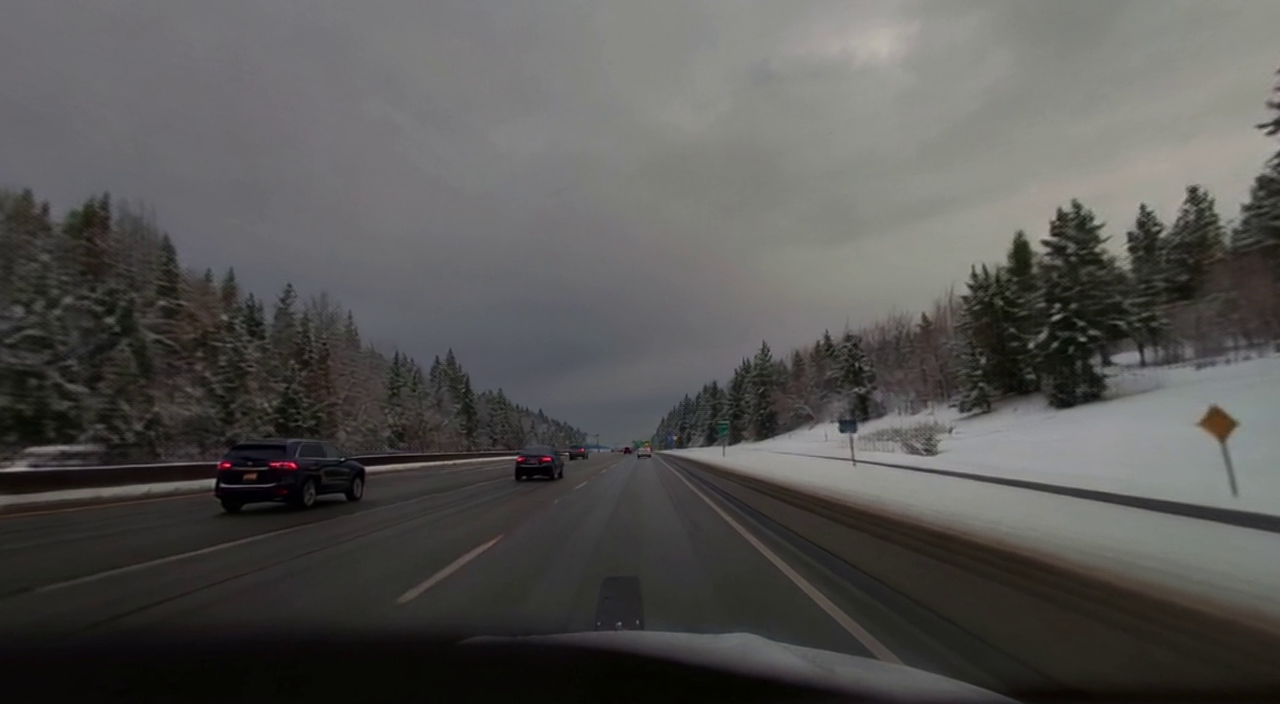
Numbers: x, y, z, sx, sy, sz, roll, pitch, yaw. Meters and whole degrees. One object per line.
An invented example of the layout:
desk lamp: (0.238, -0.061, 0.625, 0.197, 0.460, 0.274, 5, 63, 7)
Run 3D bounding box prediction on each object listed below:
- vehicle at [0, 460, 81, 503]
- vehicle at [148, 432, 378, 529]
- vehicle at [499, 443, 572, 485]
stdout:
vehicle: (-35.679, 7.274, 35.586, 2.397, 2.184, 6.189, 0, -9, 1)
vehicle: (-7.268, 2.492, 12.786, 2.007, 1.616, 4.141, 0, -9, 1)
vehicle: (-4.127, 4.529, 25.781, 2.104, 1.558, 4.639, 0, -9, 1)
